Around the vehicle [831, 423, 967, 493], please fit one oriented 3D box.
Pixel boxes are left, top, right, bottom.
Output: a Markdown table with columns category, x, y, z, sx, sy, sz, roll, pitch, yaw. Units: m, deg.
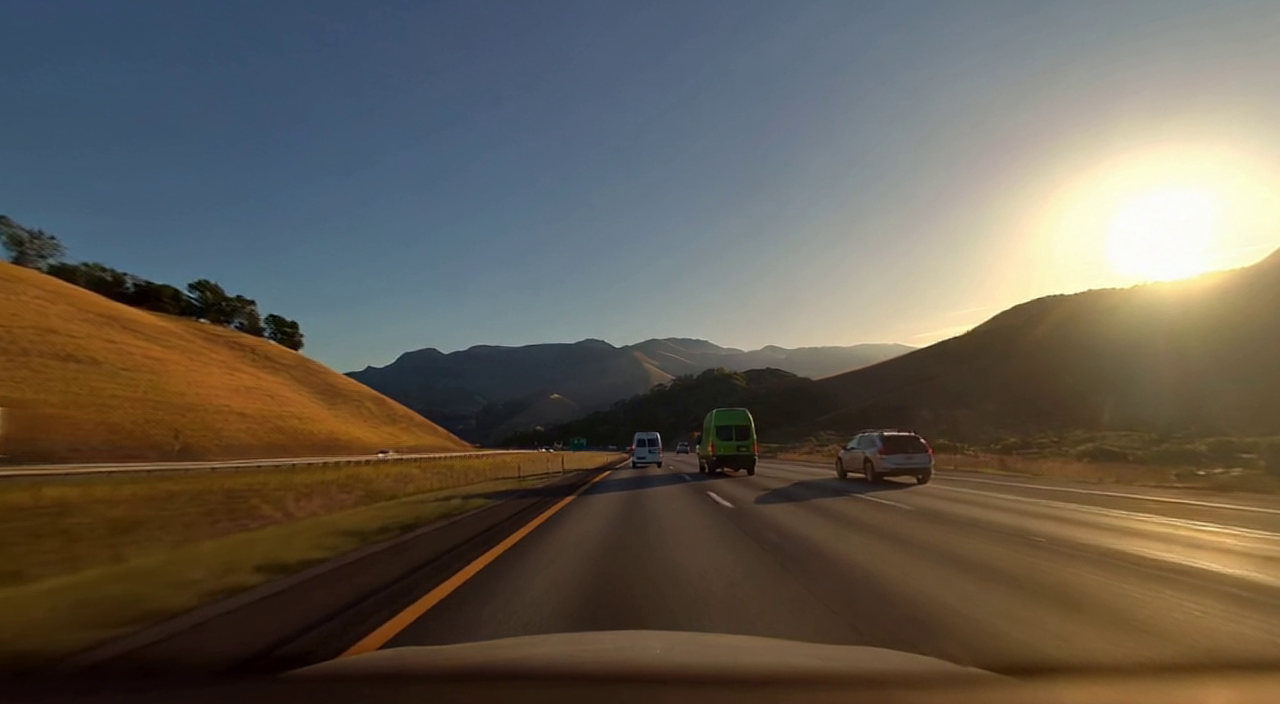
| category | x | y | z | sx | sy | sz | roll | pitch | yaw |
| --- | --- | --- | --- | --- | --- | --- | --- | --- | --- |
| vehicle | 7.973 | 3.326 | 20.084 | 2.240 | 1.925 | 4.854 | 0 | -8 | 0 |

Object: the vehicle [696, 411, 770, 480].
| category | x | y | z | sx | sy | sz | roll | pitch | yaw |
| --- | --- | --- | --- | --- | --- | --- | --- | --- | --- |
| vehicle | 3.898 | 4.083 | 27.643 | 2.302 | 2.670 | 6.176 | 0 | -8 | 0 |

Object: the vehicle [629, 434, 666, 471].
| category | x | y | z | sx | sy | sz | roll | pitch | yaw |
| --- | --- | --- | --- | --- | --- | --- | --- | --- | --- |
| vehicle | 0.436 | 6.202 | 39.177 | 2.131 | 2.122 | 4.473 | 0 | -8 | 0 |
